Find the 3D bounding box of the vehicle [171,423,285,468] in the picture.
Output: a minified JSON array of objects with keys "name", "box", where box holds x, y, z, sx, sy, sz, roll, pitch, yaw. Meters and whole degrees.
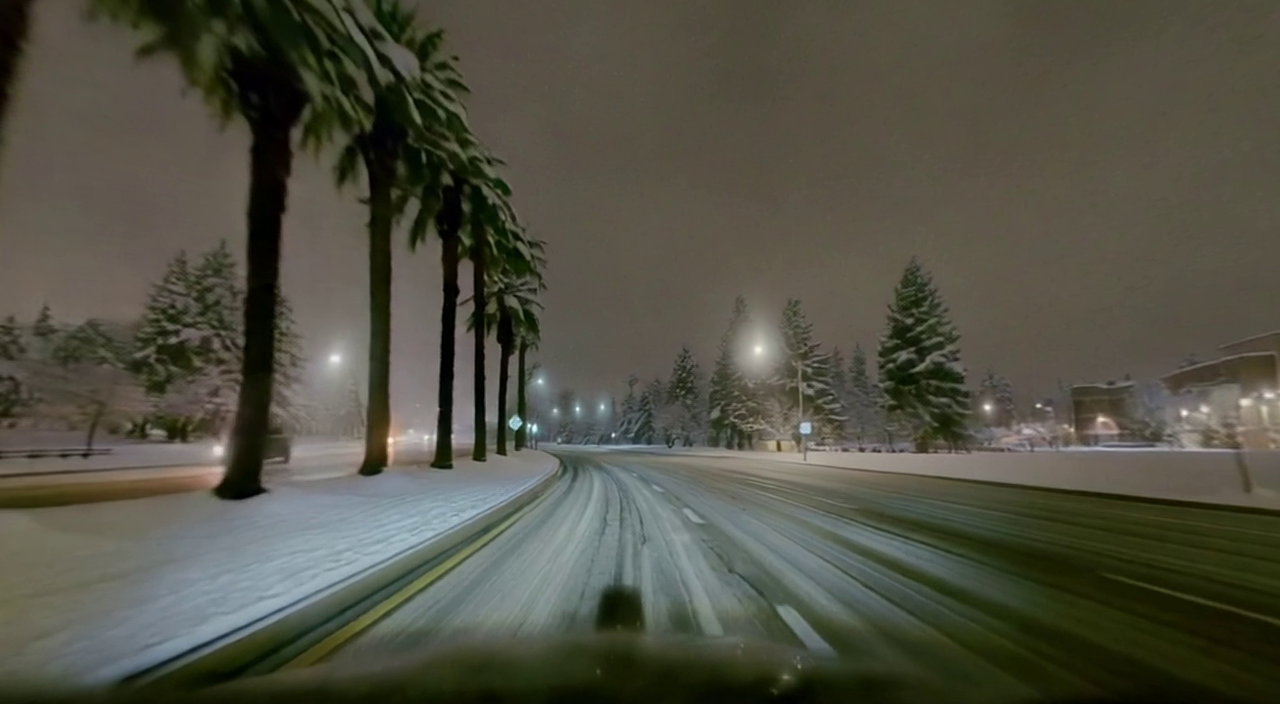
[{"name":"vehicle","box":[-16.934,3.898,26.295,2.025,1.716,4.552,1,-9,-7]}]
